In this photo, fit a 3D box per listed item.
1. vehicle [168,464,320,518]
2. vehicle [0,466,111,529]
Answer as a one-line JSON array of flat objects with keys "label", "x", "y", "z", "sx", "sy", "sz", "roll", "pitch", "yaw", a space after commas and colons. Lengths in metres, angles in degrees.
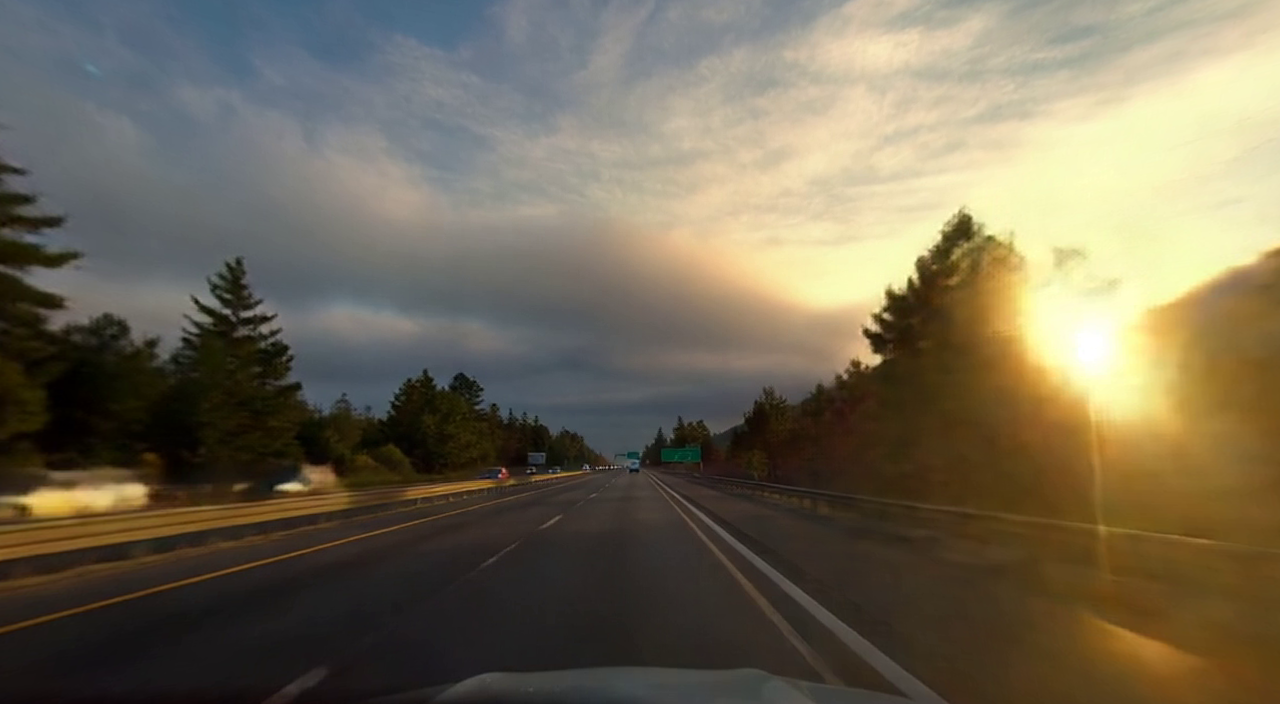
[{"label": "vehicle", "x": -12.301, "y": 4.339, "z": 20.010, "sx": 1.948, "sy": 1.489, "sz": 4.433, "roll": 1, "pitch": -11, "yaw": 0}, {"label": "vehicle", "x": -16.714, "y": 3.765, "z": 16.535, "sx": 1.867, "sy": 1.516, "sz": 4.304, "roll": 1, "pitch": -11, "yaw": 0}]
